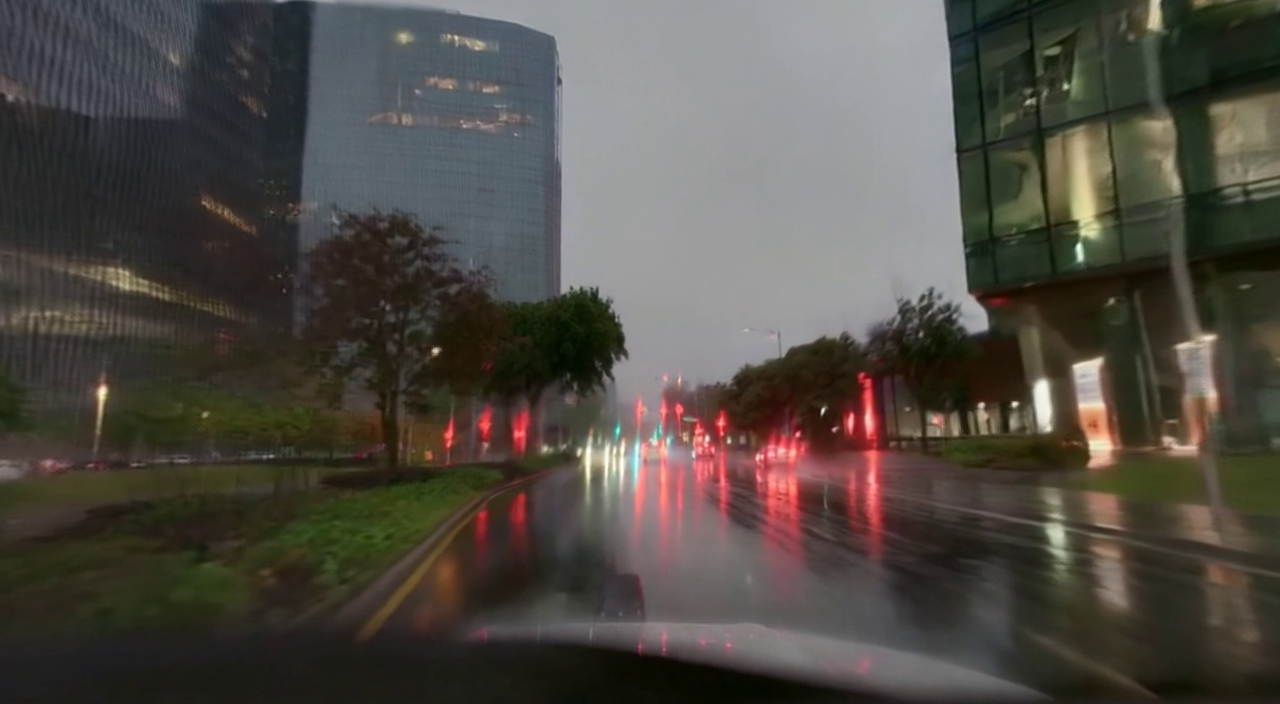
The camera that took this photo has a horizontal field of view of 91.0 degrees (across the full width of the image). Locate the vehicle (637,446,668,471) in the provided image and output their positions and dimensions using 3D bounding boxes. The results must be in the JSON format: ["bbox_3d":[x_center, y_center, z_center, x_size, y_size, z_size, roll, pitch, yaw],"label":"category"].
[{"bbox_3d":[0.916,7.720,45.917,2.092,1.660,4.319,0,-8,1],"label":"vehicle"}]
